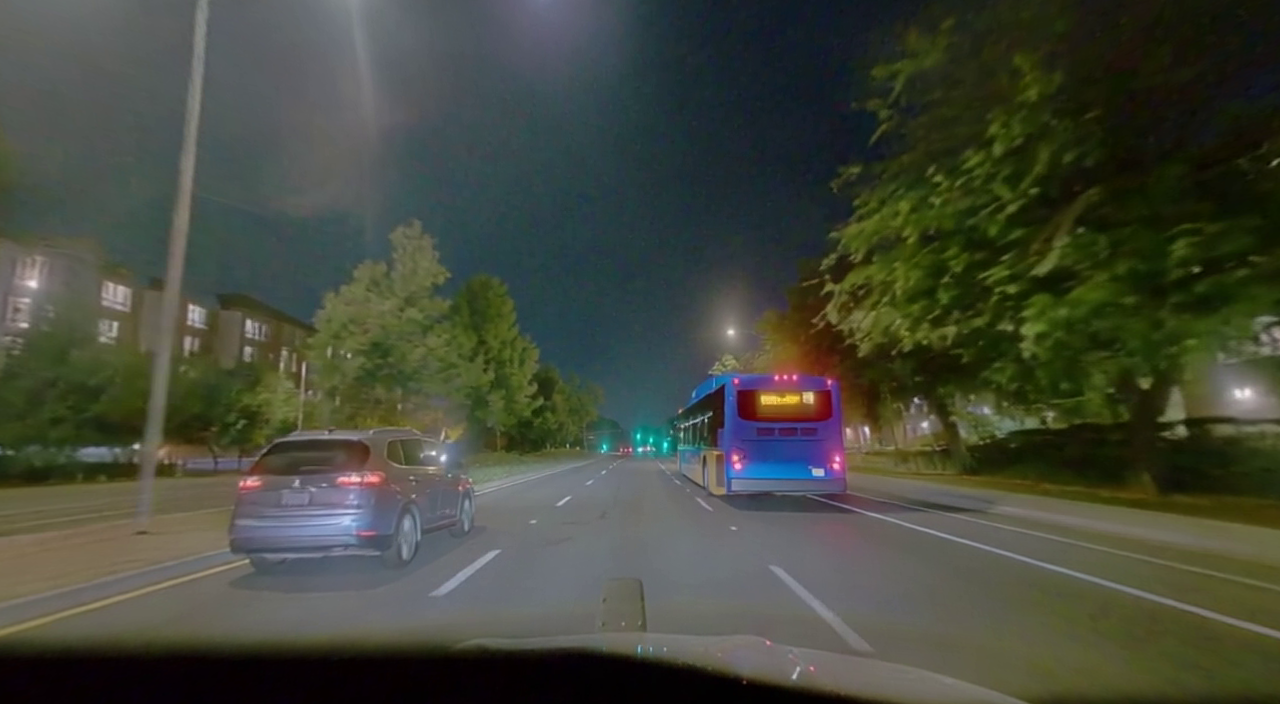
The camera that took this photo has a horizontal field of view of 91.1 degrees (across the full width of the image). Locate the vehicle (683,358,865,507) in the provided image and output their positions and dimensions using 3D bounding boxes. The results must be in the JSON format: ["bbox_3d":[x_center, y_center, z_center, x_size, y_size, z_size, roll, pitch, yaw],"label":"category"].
[{"bbox_3d":[3.393,2.703,20.306,3.072,3.278,12.747,0,-8,0],"label":"vehicle"}]

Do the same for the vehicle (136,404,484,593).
[{"bbox_3d":[-3.696,1.713,8.209,2.111,1.767,4.333,0,-8,1],"label":"vehicle"}]
